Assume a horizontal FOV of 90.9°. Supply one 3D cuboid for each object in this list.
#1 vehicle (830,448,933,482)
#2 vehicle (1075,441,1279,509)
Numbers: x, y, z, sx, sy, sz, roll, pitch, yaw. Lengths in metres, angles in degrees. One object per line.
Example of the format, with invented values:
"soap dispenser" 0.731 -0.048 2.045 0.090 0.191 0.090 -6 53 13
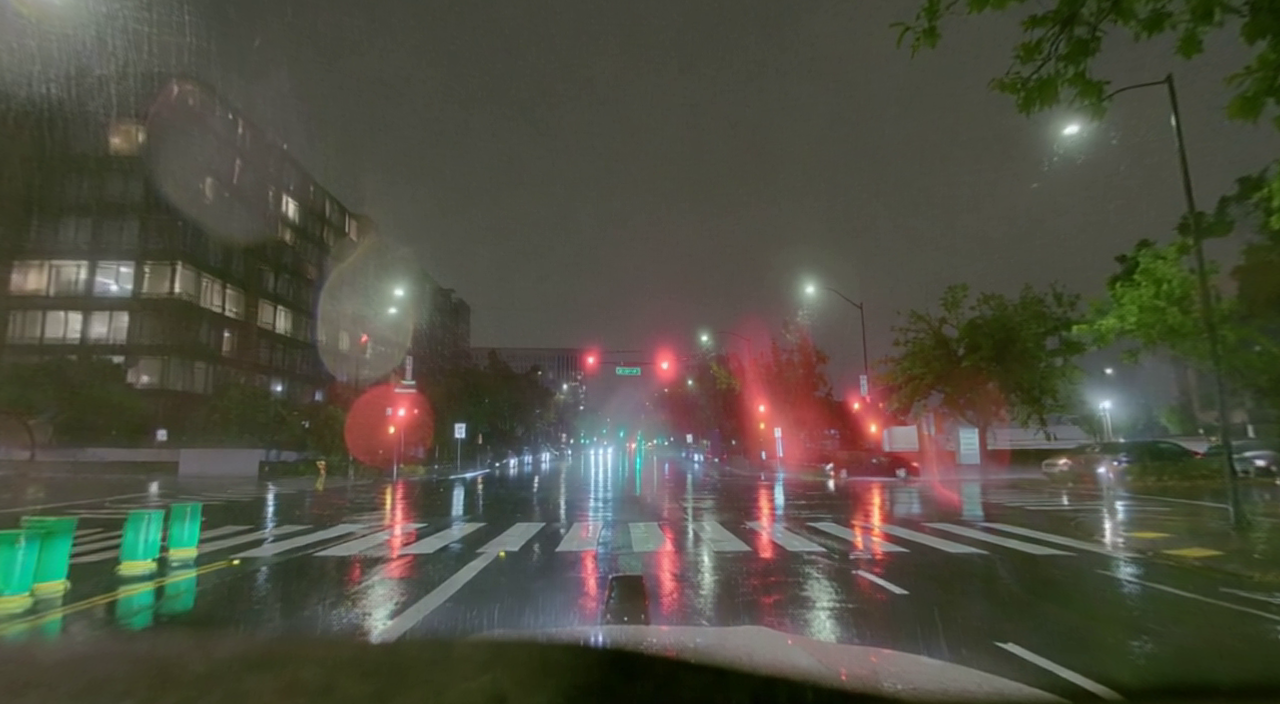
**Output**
"vehicle" 11.644 5.473 30.709 4.368 1.522 1.972 -2 -9 11
"vehicle" 13.002 2.790 14.555 4.424 1.436 1.804 0 -9 5
